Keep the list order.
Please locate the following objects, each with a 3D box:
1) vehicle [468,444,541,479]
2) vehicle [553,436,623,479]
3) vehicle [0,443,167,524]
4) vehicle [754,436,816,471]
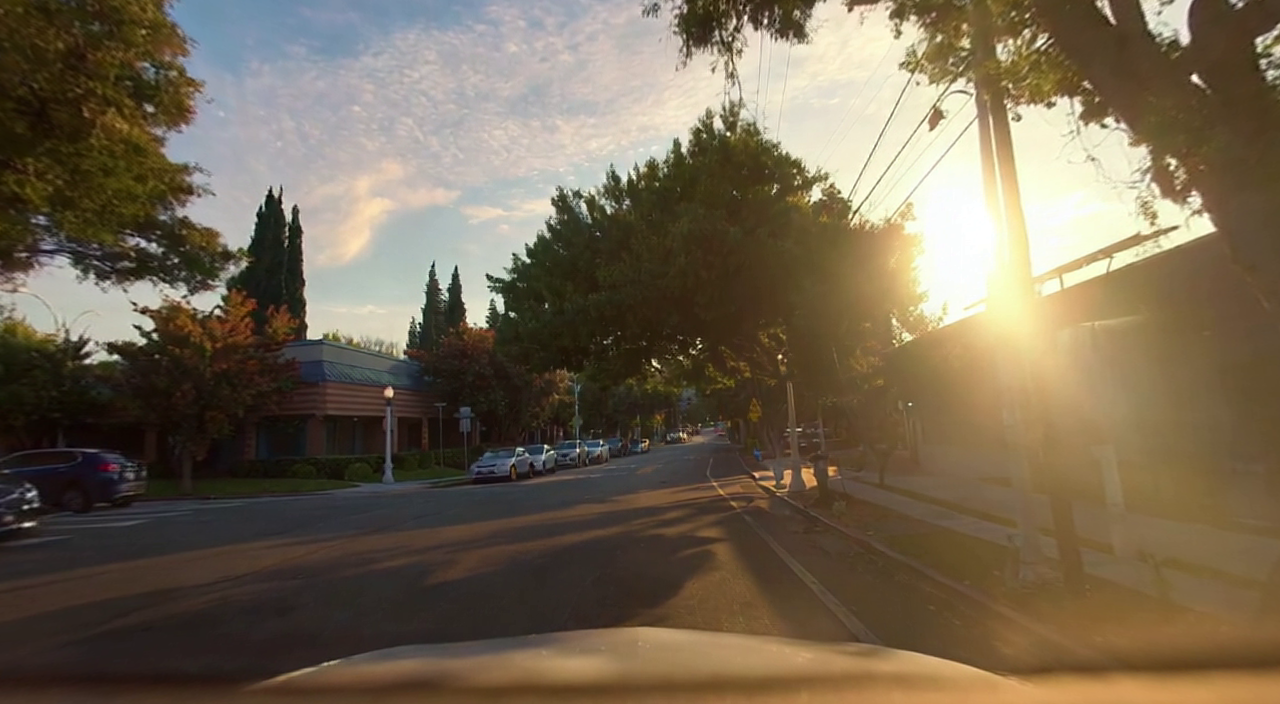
[{"bbox_3d":[-6.071,4.975,28.963,1.968,1.443,4.358,-1,-9,6],"label":"vehicle"},{"bbox_3d":[-2.094,4.445,26.916,2.110,1.651,4.410,-1,-9,7],"label":"vehicle"},{"bbox_3d":[-13.412,2.859,14.061,4.106,1.620,2.065,-1,-9,2],"label":"vehicle"},{"bbox_3d":[6.689,4.726,29.574,1.918,1.461,4.419,0,-8,1],"label":"vehicle"}]
